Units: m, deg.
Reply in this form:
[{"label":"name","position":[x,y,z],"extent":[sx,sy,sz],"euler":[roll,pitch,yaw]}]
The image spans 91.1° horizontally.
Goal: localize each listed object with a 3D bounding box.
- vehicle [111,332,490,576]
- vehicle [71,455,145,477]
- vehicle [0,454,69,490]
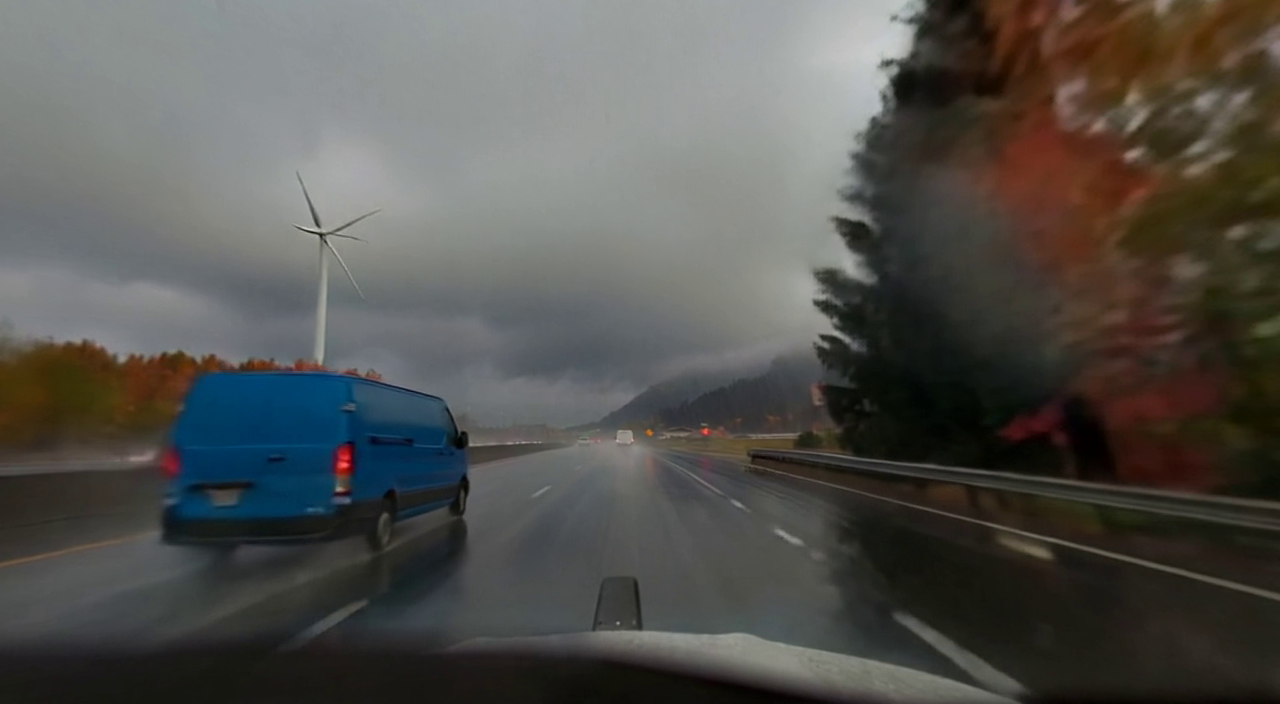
[{"label":"vehicle","position":[-3.845,1.297,8.604],"extent":[2.303,2.323,5.089],"euler":[0,-8,0]},{"label":"vehicle","position":[-41.718,8.952,49.420],"extent":[1.797,1.475,4.544],"euler":[0,-7,0]},{"label":"vehicle","position":[-29.102,5.472,28.582],"extent":[1.898,1.484,4.642],"euler":[0,-8,0]}]
